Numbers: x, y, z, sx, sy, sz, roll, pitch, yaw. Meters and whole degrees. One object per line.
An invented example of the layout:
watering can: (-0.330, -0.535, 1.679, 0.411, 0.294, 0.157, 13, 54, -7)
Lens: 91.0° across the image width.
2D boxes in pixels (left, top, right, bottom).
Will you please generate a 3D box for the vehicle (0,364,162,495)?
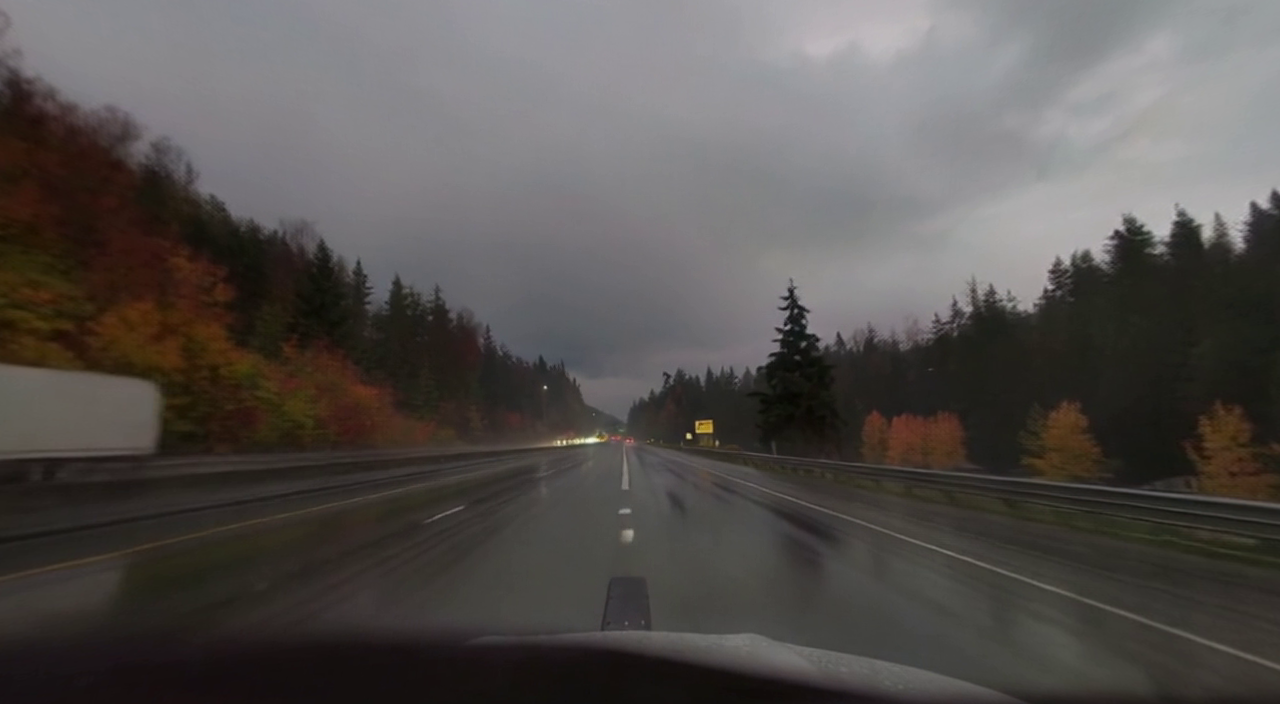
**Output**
vehicle: (-21.925, 2.463, 19.923, 2.969, 4.157, 13.943, 0, -8, -2)
